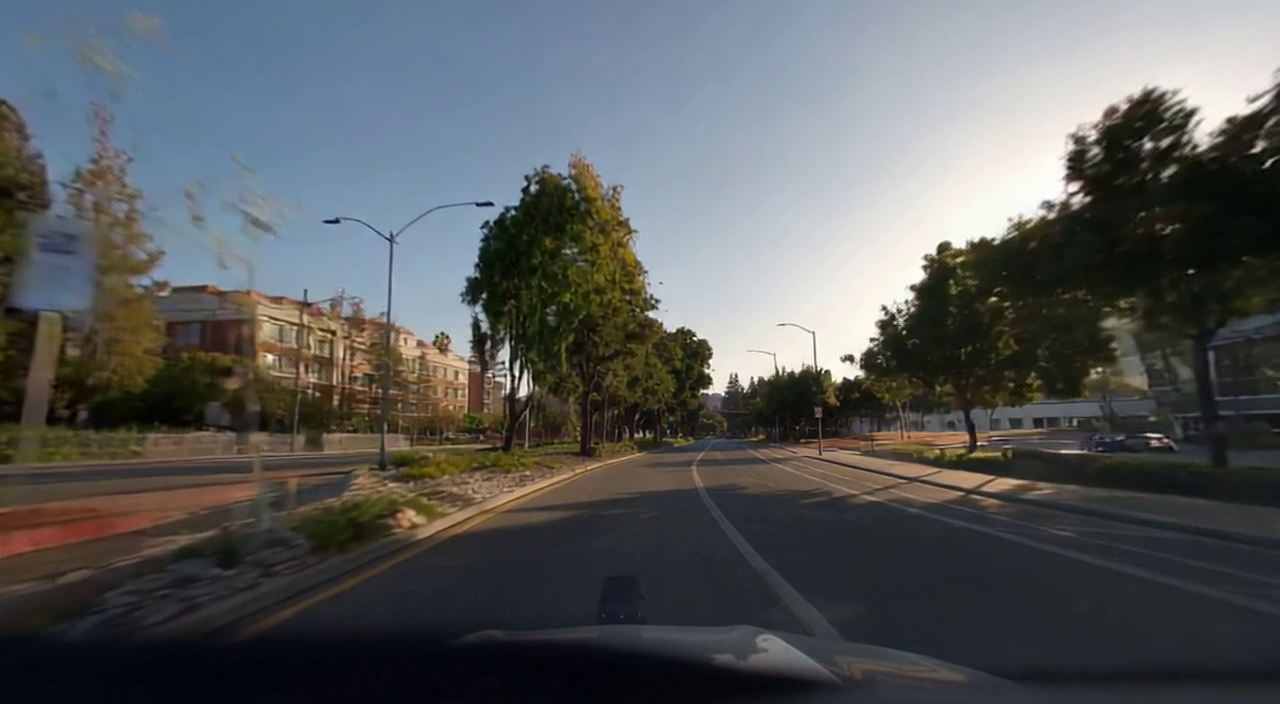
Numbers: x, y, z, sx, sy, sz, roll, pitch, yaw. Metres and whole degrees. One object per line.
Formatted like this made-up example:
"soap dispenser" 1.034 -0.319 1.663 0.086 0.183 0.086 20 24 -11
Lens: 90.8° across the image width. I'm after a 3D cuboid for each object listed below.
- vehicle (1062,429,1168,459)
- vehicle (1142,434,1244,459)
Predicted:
"vehicle" 33.840 6.571 45.180 5.608 2.033 2.152 -1 -8 5
"vehicle" 32.736 5.601 37.471 4.329 1.466 1.846 0 -8 -1
